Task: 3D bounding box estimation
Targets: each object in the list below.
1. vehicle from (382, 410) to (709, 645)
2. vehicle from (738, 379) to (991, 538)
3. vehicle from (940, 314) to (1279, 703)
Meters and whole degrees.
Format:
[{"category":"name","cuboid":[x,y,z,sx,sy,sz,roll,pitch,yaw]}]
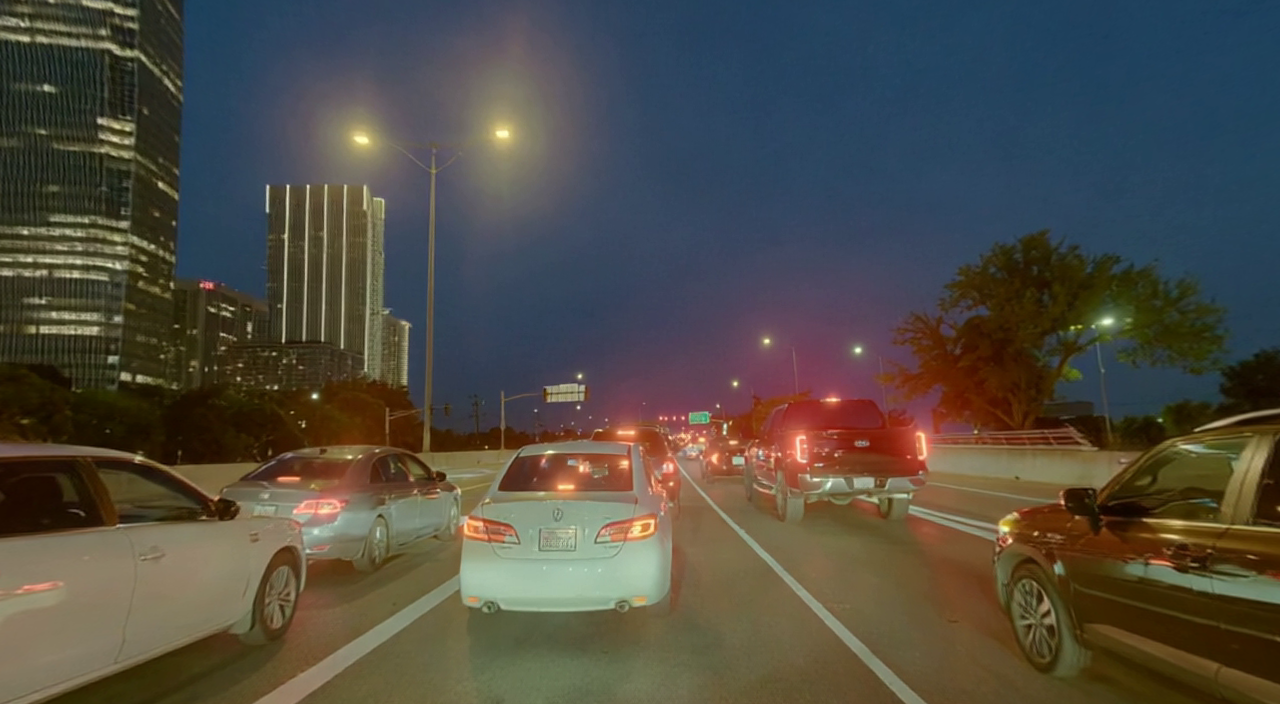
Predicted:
[{"category":"vehicle","cuboid":[-0.568,1.481,6.360,2.172,1.536,4.250,0,-8,2]},{"category":"vehicle","cuboid":[3.550,1.896,11.666,2.497,2.186,5.890,0,-8,0]},{"category":"vehicle","cuboid":[3.166,0.747,2.119,2.024,1.723,4.714,0,-8,1]}]
